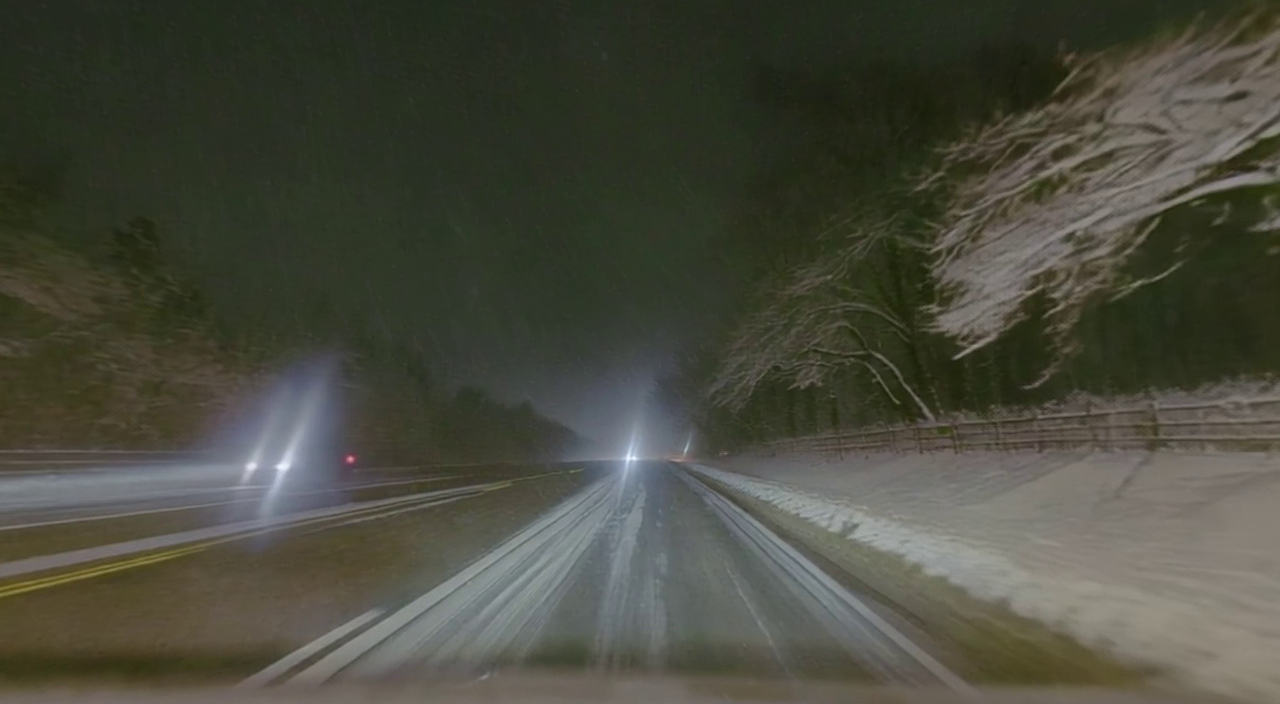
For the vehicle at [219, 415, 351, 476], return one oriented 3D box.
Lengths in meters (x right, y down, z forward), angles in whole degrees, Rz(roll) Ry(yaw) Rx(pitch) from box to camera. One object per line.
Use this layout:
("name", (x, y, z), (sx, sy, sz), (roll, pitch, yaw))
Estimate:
("vehicle", (-19.847, 5.347, 35.928), (2.826, 3.083, 7.520), (0, -9, 2))
